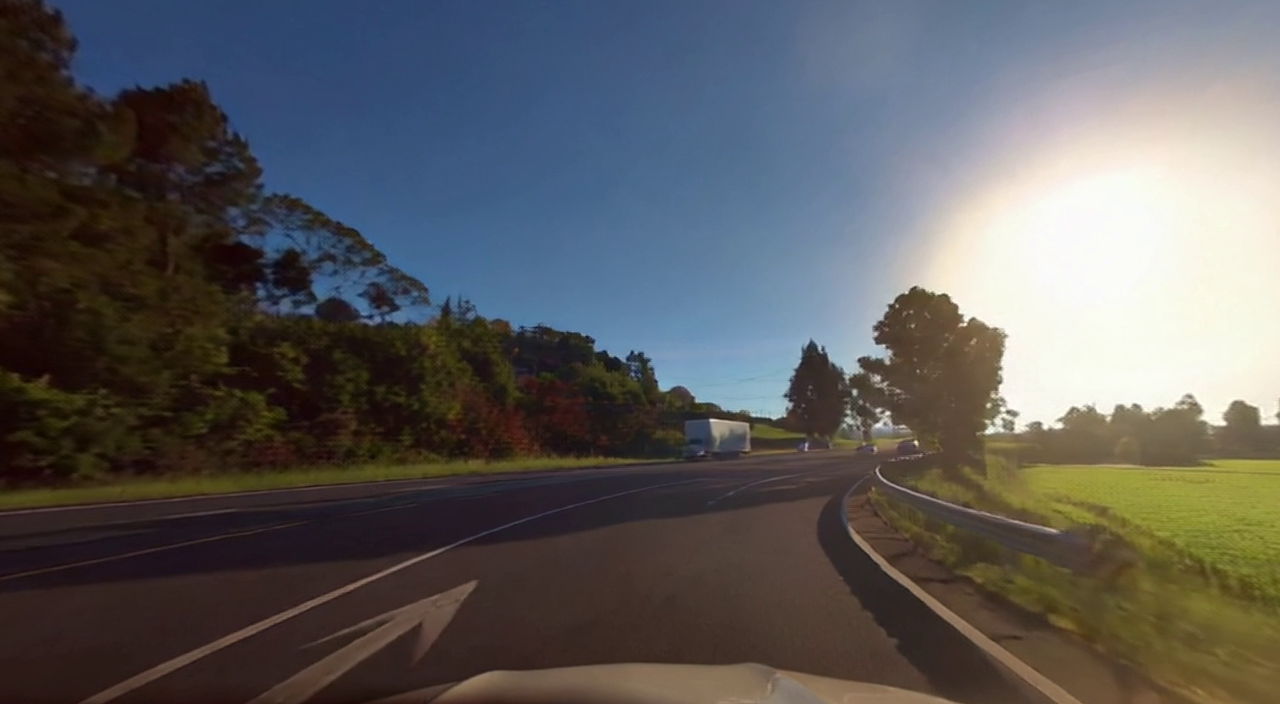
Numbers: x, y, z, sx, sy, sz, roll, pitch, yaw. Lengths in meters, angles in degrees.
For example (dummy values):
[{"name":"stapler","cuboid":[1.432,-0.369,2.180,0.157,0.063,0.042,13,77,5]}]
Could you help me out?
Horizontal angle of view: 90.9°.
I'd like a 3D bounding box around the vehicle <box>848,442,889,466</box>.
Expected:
[{"name":"vehicle","cuboid":[14.931,6.627,41.029,1.807,1.427,3.645,-5,-10,30]}]
